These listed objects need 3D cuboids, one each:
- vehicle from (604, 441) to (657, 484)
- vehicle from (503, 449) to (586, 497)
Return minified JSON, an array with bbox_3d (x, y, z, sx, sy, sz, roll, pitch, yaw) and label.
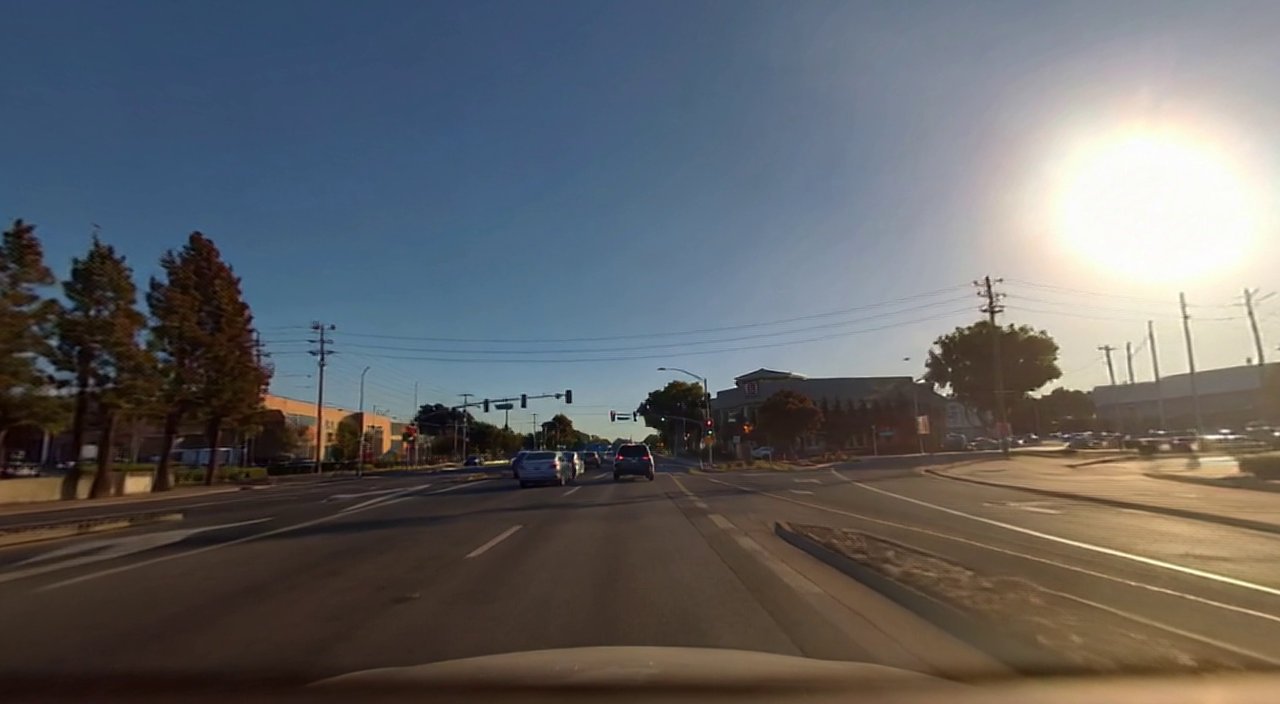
[{"bbox_3d":[-0.383,5.130,29.540,2.276,1.850,3.897,0,-8,1],"label":"vehicle"},{"bbox_3d":[-3.133,4.073,21.719,2.064,1.464,4.373,0,-8,2],"label":"vehicle"}]
